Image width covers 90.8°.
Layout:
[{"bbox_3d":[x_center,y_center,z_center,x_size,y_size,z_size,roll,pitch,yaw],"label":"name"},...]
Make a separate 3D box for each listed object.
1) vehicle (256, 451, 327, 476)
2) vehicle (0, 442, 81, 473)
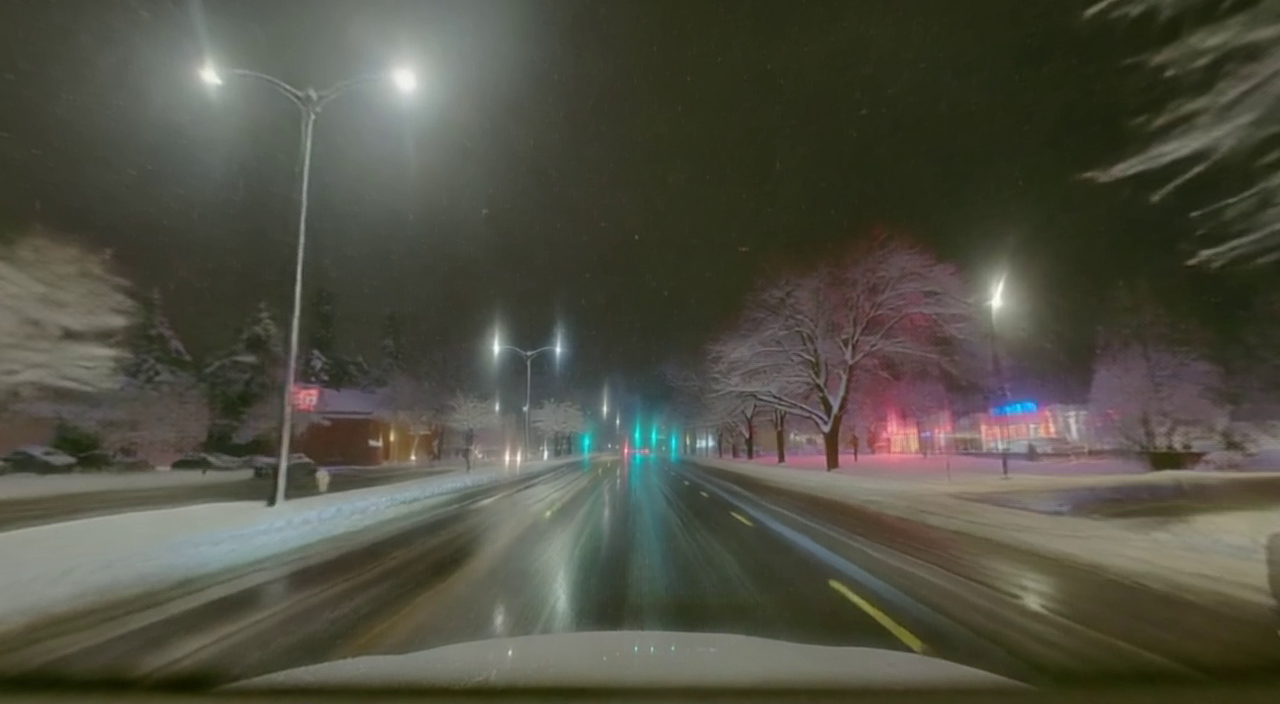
[{"bbox_3d":[-22.592,7.215,41.154,1.864,1.510,4.664,0,-8,2],"label":"vehicle"},{"bbox_3d":[-33.375,5.668,34.033,4.506,1.640,2.033,0,-8,1],"label":"vehicle"}]
